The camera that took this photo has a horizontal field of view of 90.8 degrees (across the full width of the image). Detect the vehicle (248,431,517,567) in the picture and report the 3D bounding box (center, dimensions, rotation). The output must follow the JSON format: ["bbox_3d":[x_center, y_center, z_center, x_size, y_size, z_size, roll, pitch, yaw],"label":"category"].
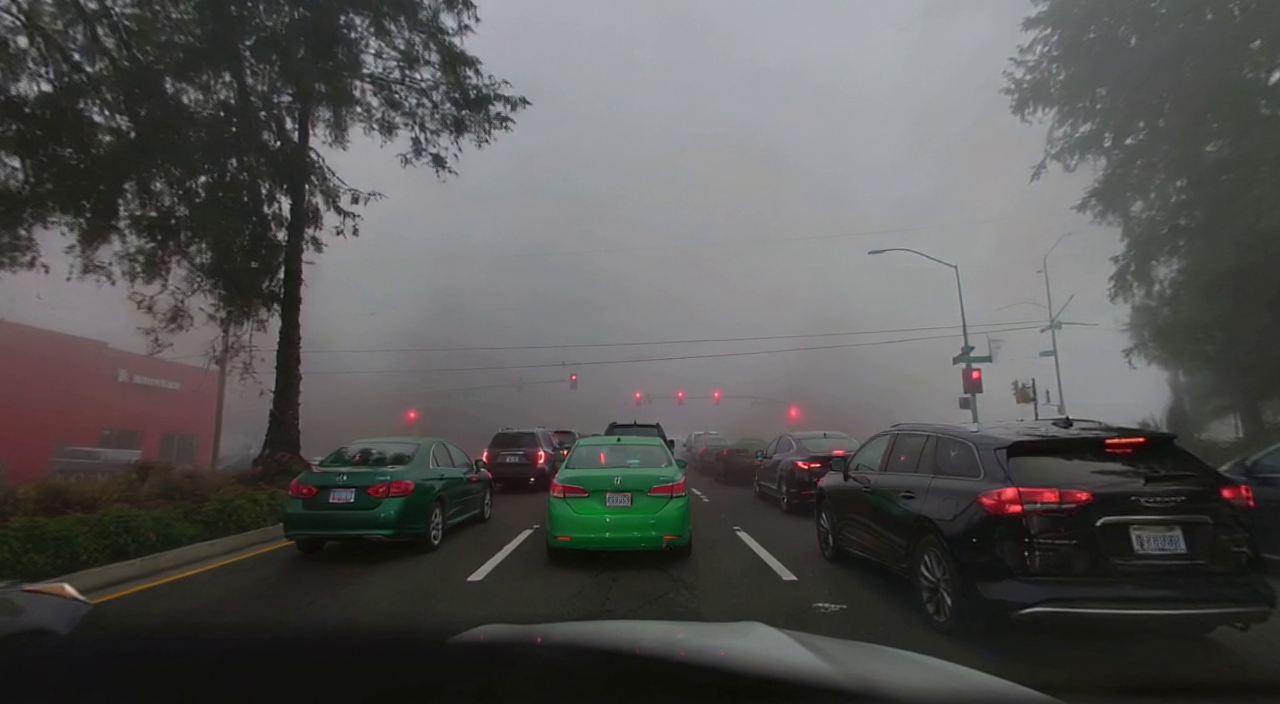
[{"bbox_3d":[-3.198,1.892,8.941,1.917,1.441,4.128,-1,-8,2],"label":"vehicle"}]

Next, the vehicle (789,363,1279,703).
[{"bbox_3d":[2.999,1.241,5.495,2.196,1.676,4.865,0,-8,0],"label":"vehicle"}]

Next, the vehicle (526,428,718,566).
[{"bbox_3d":[-0.203,1.835,8.729,2.041,1.450,3.847,0,-8,0],"label":"vehicle"}]

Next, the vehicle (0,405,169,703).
[{"bbox_3d":[-3.354,0.708,0.854,1.863,1.448,4.697,0,-8,-1],"label":"vehicle"}]
